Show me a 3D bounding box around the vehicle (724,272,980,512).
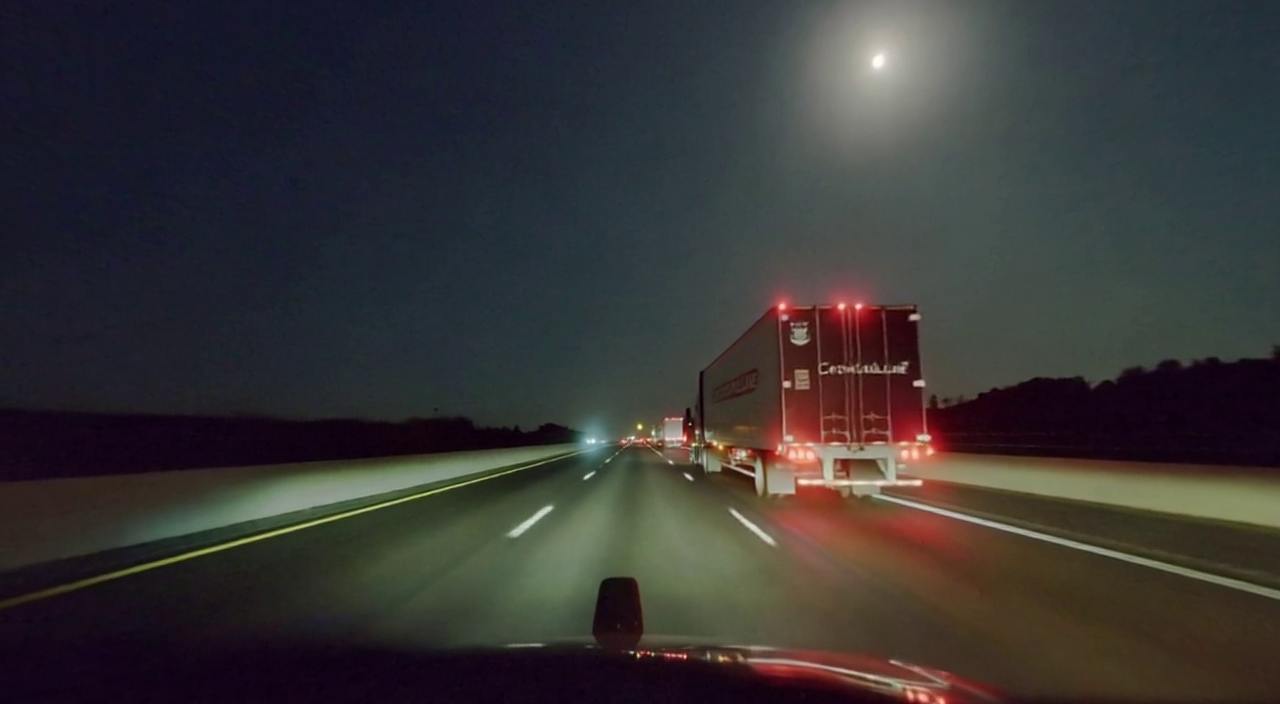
[{"bbox_3d":[4.042,1.239,14.788,2.840,3.947,8.920,0,-8,0],"label":"vehicle"}]
